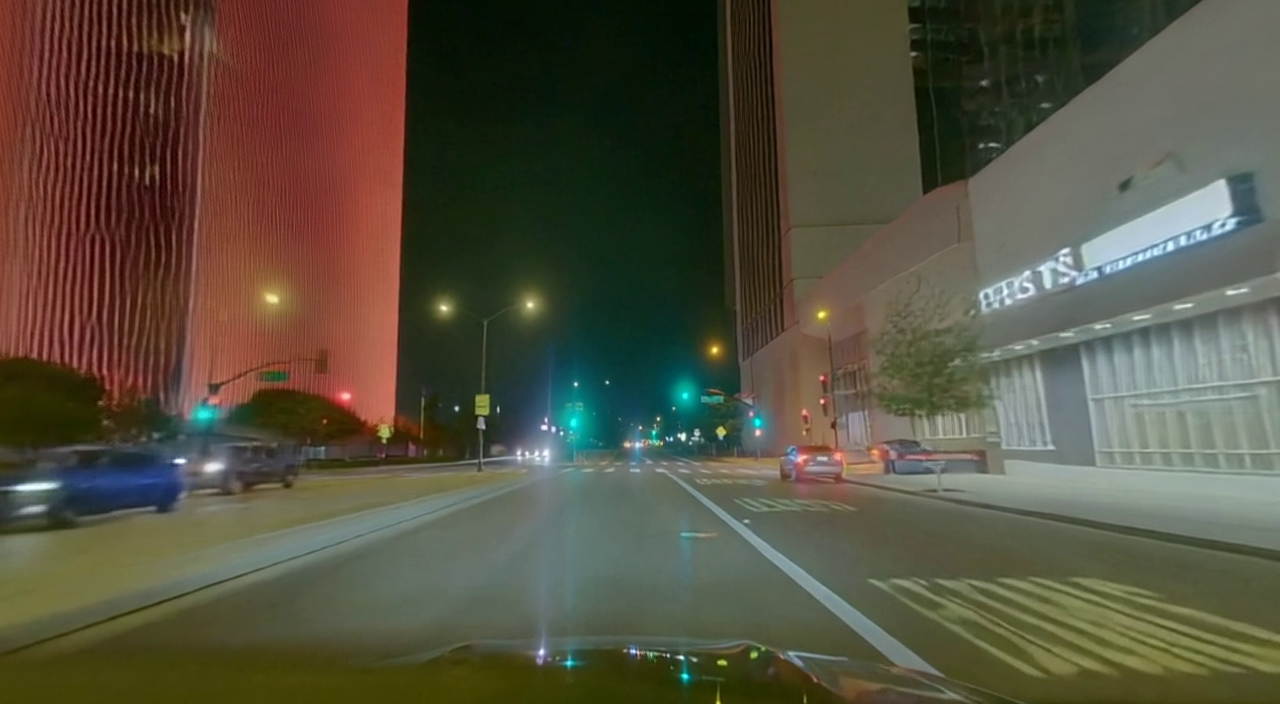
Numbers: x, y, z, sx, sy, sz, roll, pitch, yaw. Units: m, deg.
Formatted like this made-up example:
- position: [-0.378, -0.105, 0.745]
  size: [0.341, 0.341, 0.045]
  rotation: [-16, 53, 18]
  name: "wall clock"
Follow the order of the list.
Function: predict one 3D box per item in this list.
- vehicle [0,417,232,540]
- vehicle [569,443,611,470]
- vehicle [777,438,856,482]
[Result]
- position: [-10.258, 2.239, 11.793]
  size: [2.155, 1.830, 4.564]
  rotation: [0, -8, -1]
  name: "vehicle"
- position: [-2.843, 6.065, 36.872]
  size: [2.078, 1.471, 4.217]
  rotation: [0, -9, 0]
  name: "vehicle"
- position: [7.246, 4.478, 26.375]
  size: [1.950, 1.686, 4.509]
  rotation: [0, -9, -1]
  name: "vehicle"
